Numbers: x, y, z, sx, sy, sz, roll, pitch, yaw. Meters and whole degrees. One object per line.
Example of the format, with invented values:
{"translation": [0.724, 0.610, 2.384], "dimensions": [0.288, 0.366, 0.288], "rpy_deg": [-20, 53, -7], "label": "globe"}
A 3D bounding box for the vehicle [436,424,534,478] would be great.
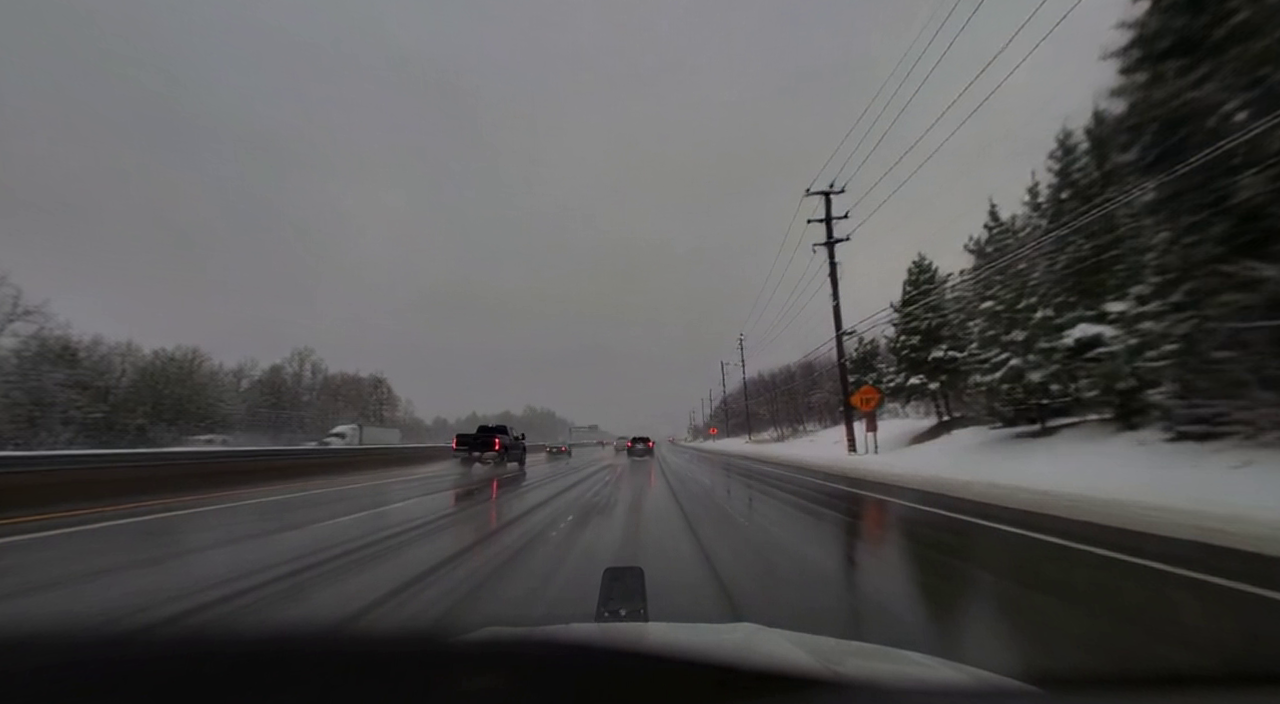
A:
{"translation": [-6.335, 4.149, 26.794], "dimensions": [2.460, 1.992, 6.474], "rpy_deg": [0, -8, 0], "label": "vehicle"}

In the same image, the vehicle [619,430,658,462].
{"translation": [-0.032, 6.263, 42.136], "dimensions": [2.448, 2.025, 5.193], "rpy_deg": [-1, -8, 1], "label": "vehicle"}
